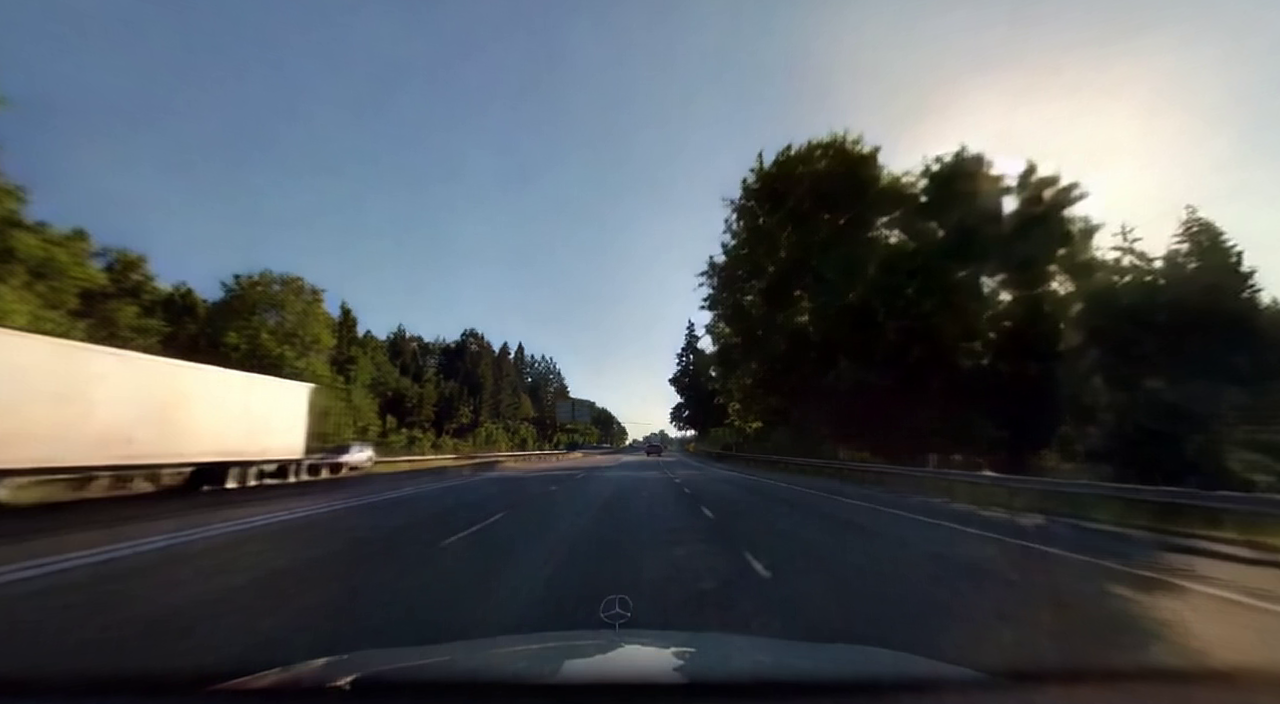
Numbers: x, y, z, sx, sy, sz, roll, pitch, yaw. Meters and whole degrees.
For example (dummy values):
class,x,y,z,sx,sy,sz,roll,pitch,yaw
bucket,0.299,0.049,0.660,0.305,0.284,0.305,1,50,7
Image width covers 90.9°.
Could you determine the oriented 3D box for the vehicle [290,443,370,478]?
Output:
class,x,y,z,sx,sy,sz,roll,pitch,yaw
vehicle,-16.729,5.863,34.278,1.970,1.694,4.610,0,-8,1
